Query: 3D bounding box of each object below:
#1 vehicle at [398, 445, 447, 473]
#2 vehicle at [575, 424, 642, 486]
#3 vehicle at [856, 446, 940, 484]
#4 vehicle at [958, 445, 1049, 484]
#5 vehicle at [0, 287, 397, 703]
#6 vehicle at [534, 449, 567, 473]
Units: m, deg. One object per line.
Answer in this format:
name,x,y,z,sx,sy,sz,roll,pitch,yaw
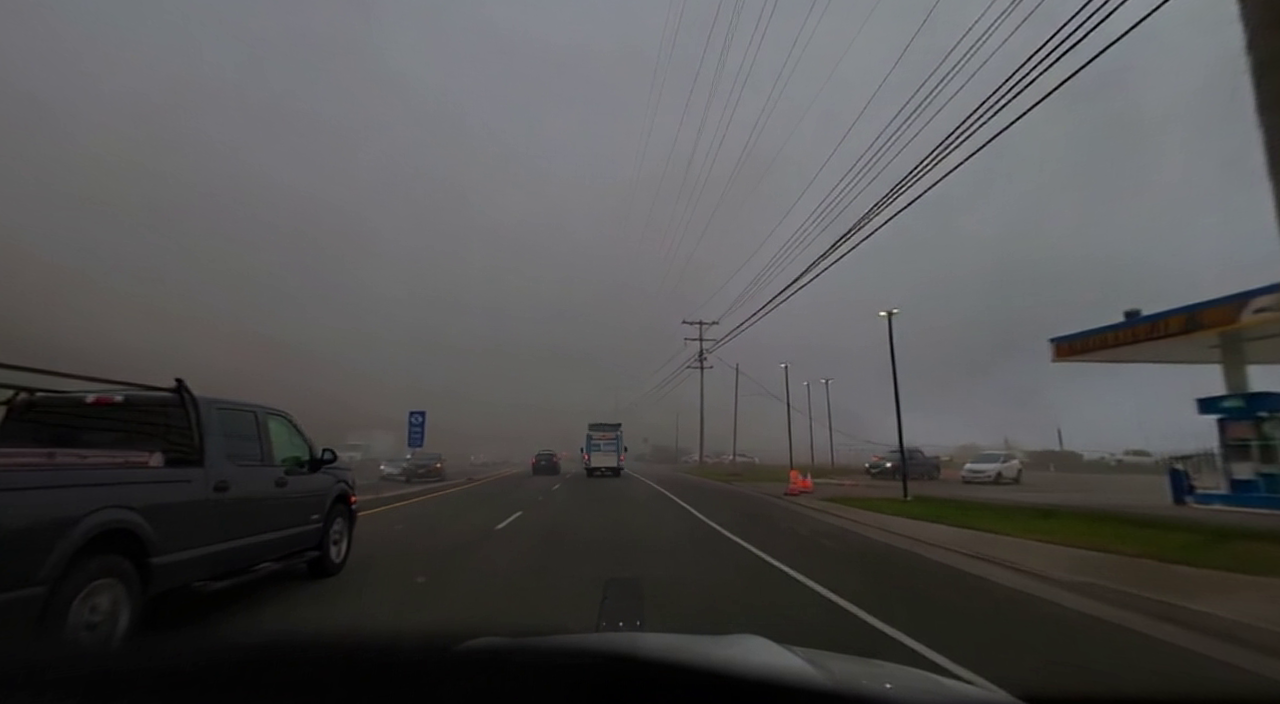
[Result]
vehicle,-15.514,7.667,45.417,2.094,1.872,5.085,1,-9,-5
vehicle,-1.311,4.254,26.264,2.486,2.280,5.291,0,-9,-3
vehicle,14.230,6.111,34.689,5.331,1.917,2.166,8,-12,-42
vehicle,19.010,5.813,32.938,5.424,1.844,2.255,7,-11,-40
vehicle,-3.953,0.991,4.385,2.345,2.012,5.693,0,-9,-1
vehicle,-6.027,7.370,43.026,1.972,1.496,4.150,1,-9,-5
